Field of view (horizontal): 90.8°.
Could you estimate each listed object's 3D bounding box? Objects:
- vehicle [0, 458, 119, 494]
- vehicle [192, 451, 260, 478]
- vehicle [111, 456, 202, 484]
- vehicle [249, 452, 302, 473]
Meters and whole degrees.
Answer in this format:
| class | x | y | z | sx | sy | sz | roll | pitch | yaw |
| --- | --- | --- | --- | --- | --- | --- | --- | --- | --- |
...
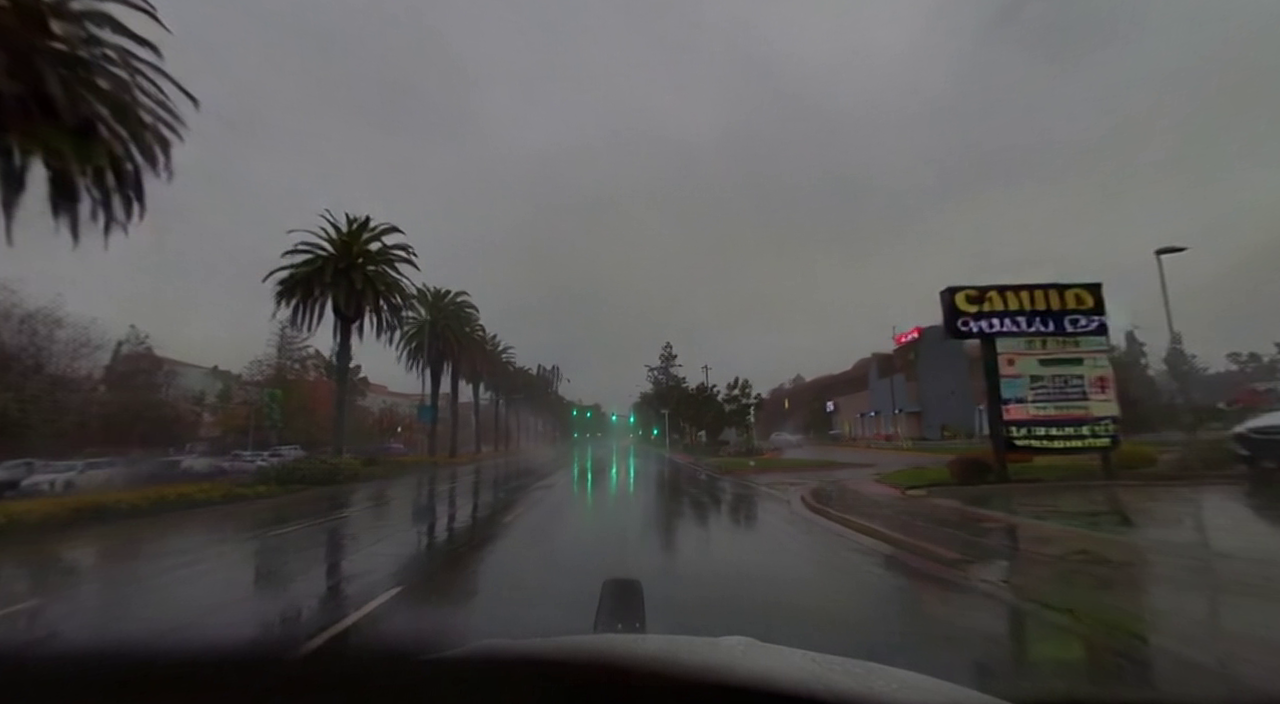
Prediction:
| class | x | y | z | sx | sy | sz | roll | pitch | yaw |
| --- | --- | --- | --- | --- | --- | --- | --- | --- | --- |
| vehicle | -27.474 | 5.808 | 29.908 | 1.861 | 1.474 | 4.719 | 1 | -8 | -4 |
| vehicle | -28.195 | 7.628 | 43.162 | 1.938 | 1.667 | 4.364 | 1 | -8 | -5 |
| vehicle | -27.975 | 6.820 | 36.755 | 1.807 | 1.446 | 4.605 | 0 | -8 | -2 |
| vehicle | -28.545 | 8.641 | 49.564 | 1.771 | 1.494 | 4.088 | 0 | -8 | -2 |
